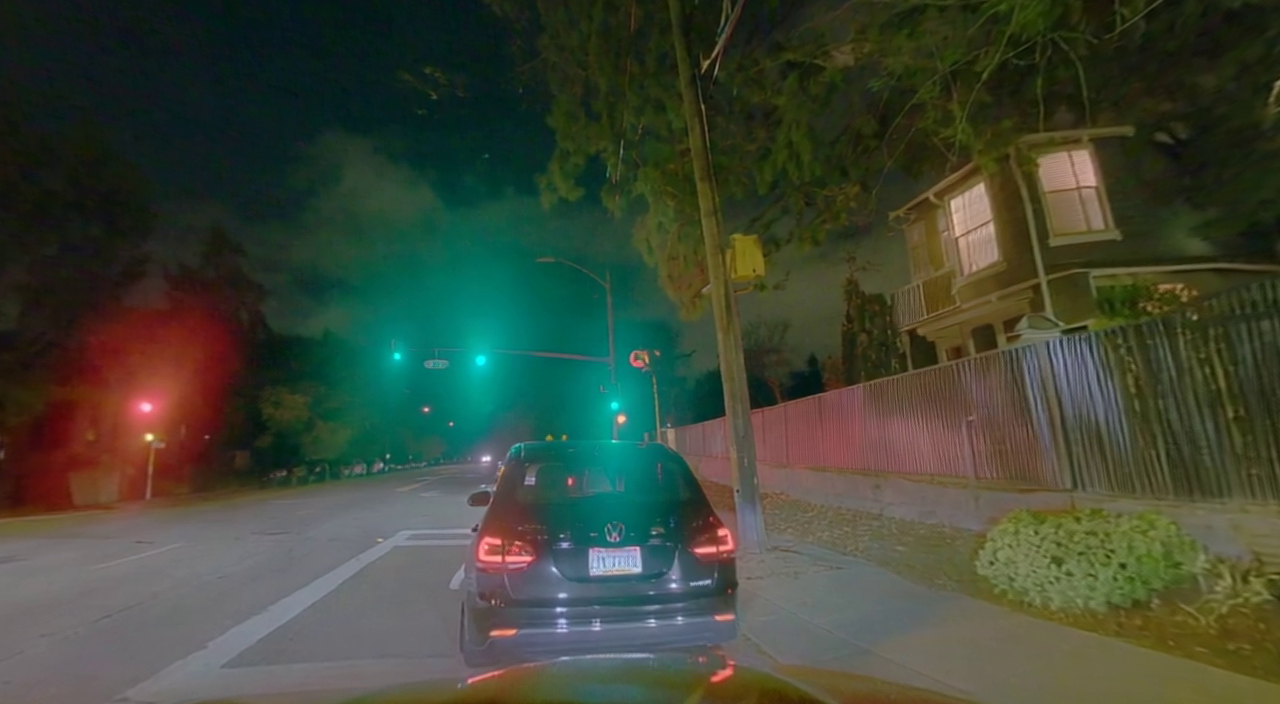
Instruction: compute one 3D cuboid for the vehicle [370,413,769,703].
[{"bbox_3d":[-0.588,1.349,5.134,2.024,1.502,3.702,1,-9,-8],"label":"vehicle"}]
